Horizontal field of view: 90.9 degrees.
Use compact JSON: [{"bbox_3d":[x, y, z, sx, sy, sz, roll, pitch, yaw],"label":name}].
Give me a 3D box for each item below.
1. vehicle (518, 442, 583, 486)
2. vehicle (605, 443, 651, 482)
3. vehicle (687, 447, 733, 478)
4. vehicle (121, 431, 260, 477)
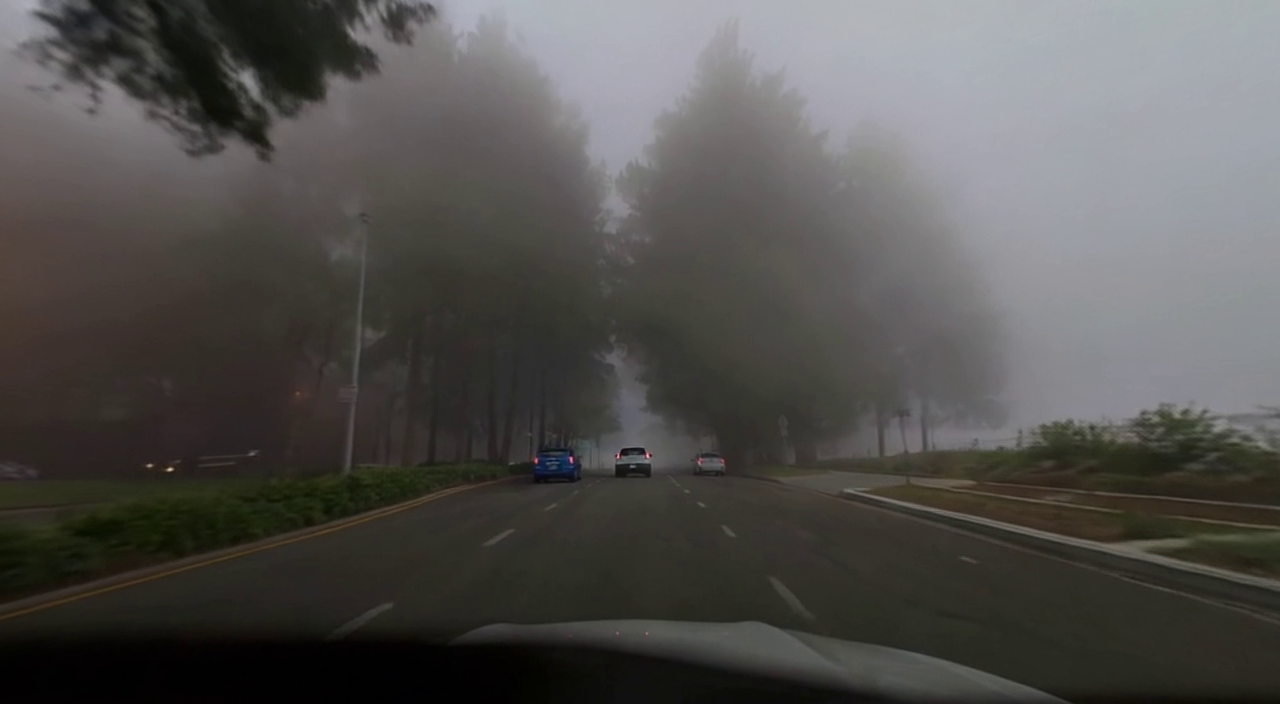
[{"bbox_3d":[-3.731,4.761,27.108,2.047,1.710,4.314,0,-8,2],"label":"vehicle"},{"bbox_3d":[-0.503,5.167,29.850,2.022,1.700,4.084,0,-8,1],"label":"vehicle"},{"bbox_3d":[3.630,5.795,33.368,1.847,1.554,4.052,0,-8,-1],"label":"vehicle"},{"bbox_3d":[-32.341,7.492,46.085,2.768,3.022,9.215,-1,-10,4],"label":"vehicle"}]
